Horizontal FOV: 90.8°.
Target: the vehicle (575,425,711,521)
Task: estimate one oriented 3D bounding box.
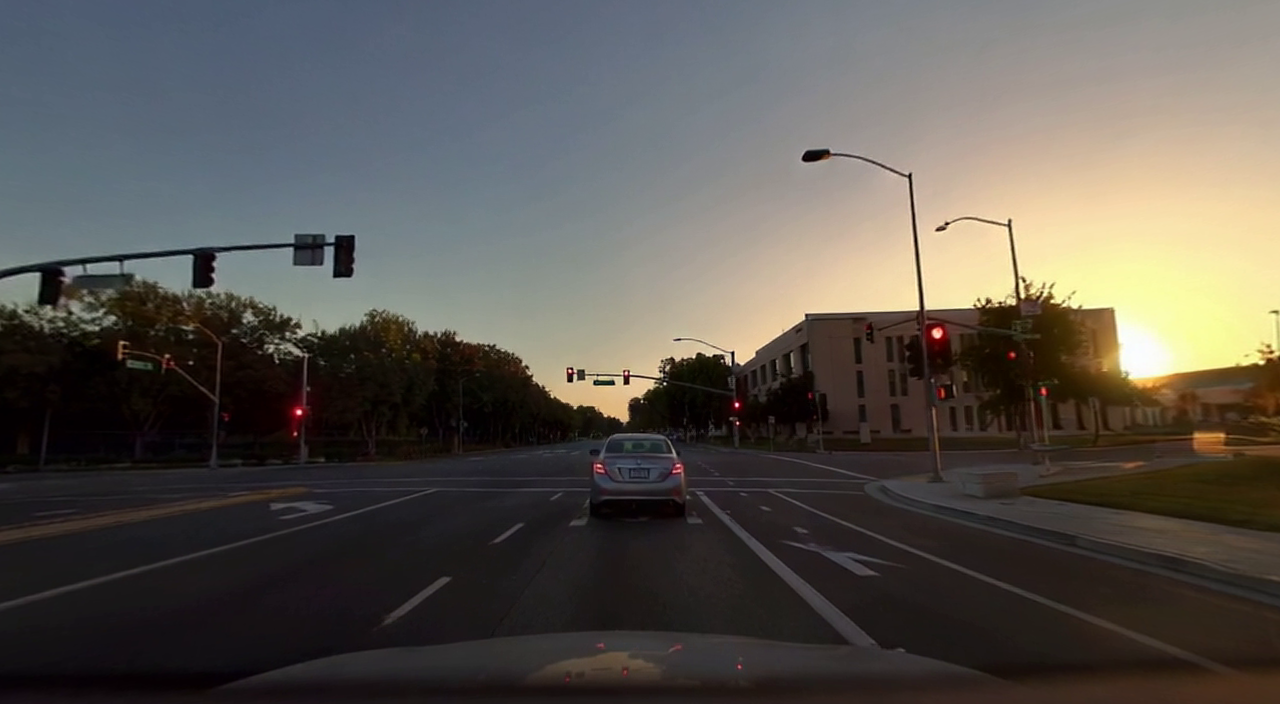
[{"bbox_3d":[0.010,2.178,11.835,2.107,1.470,3.974,0,-9,-1],"label":"vehicle"}]
